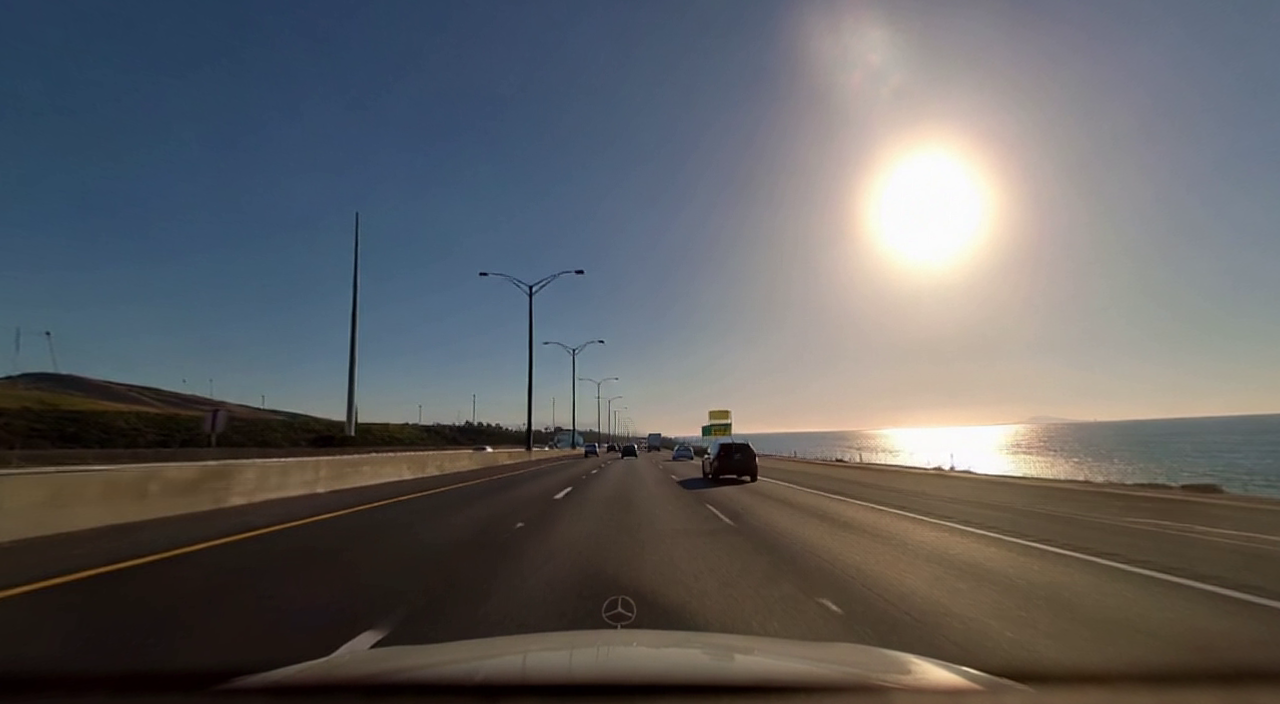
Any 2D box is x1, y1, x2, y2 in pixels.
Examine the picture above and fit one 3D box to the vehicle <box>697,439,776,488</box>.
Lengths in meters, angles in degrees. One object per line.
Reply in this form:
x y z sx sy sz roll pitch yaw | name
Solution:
3.153 3.753 21.614 1.890 1.490 4.373 0 -8 -2 | vehicle
